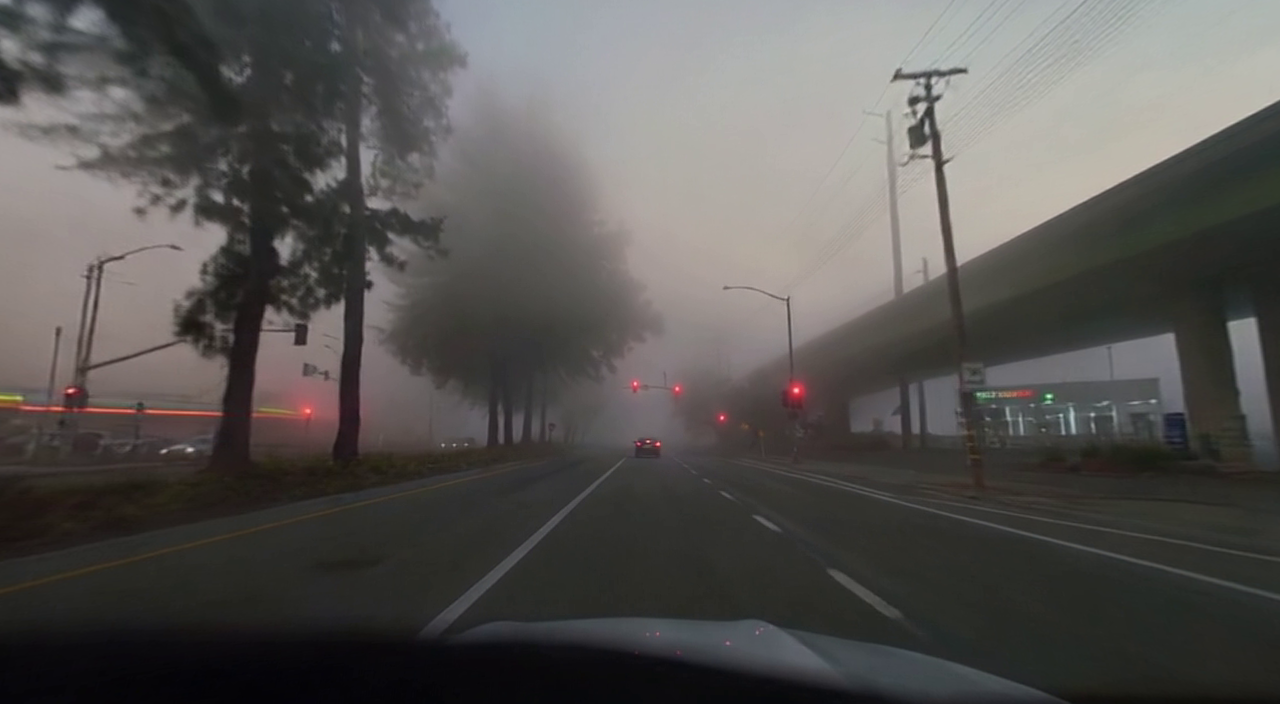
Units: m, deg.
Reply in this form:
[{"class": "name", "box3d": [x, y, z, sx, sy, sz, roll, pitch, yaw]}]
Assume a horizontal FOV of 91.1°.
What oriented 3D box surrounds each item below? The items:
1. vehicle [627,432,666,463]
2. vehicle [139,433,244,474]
[{"class": "vehicle", "box3d": [0.337, 5.442, 35.880, 2.074, 1.631, 3.793, 0, -8, 0]}, {"class": "vehicle", "box3d": [-23.183, 5.282, 32.741, 2.026, 1.965, 4.674, 0, -8, -1]}]
